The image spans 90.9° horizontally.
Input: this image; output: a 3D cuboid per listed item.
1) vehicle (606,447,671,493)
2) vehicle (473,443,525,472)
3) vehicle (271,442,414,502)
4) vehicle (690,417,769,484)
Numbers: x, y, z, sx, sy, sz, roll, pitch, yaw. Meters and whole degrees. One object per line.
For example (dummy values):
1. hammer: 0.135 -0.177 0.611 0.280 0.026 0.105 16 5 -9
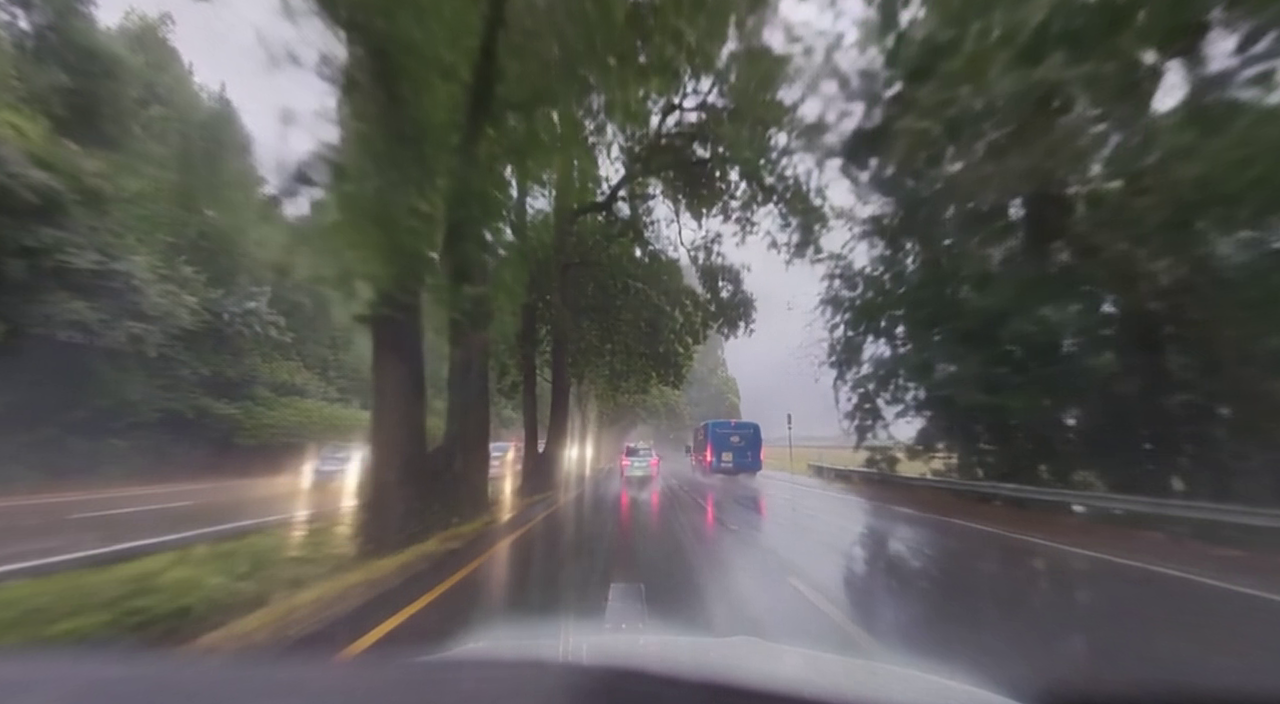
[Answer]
1. vehicle: -0.048 3.995 21.647 2.037 1.417 3.885 0 -9 0
2. vehicle: -7.929 5.986 35.889 1.899 1.539 4.250 0 -9 1
3. vehicle: -8.024 3.260 17.492 2.047 1.440 3.907 0 -9 0
4. vehicle: 3.805 4.382 28.155 2.513 2.633 5.930 0 -9 -1
